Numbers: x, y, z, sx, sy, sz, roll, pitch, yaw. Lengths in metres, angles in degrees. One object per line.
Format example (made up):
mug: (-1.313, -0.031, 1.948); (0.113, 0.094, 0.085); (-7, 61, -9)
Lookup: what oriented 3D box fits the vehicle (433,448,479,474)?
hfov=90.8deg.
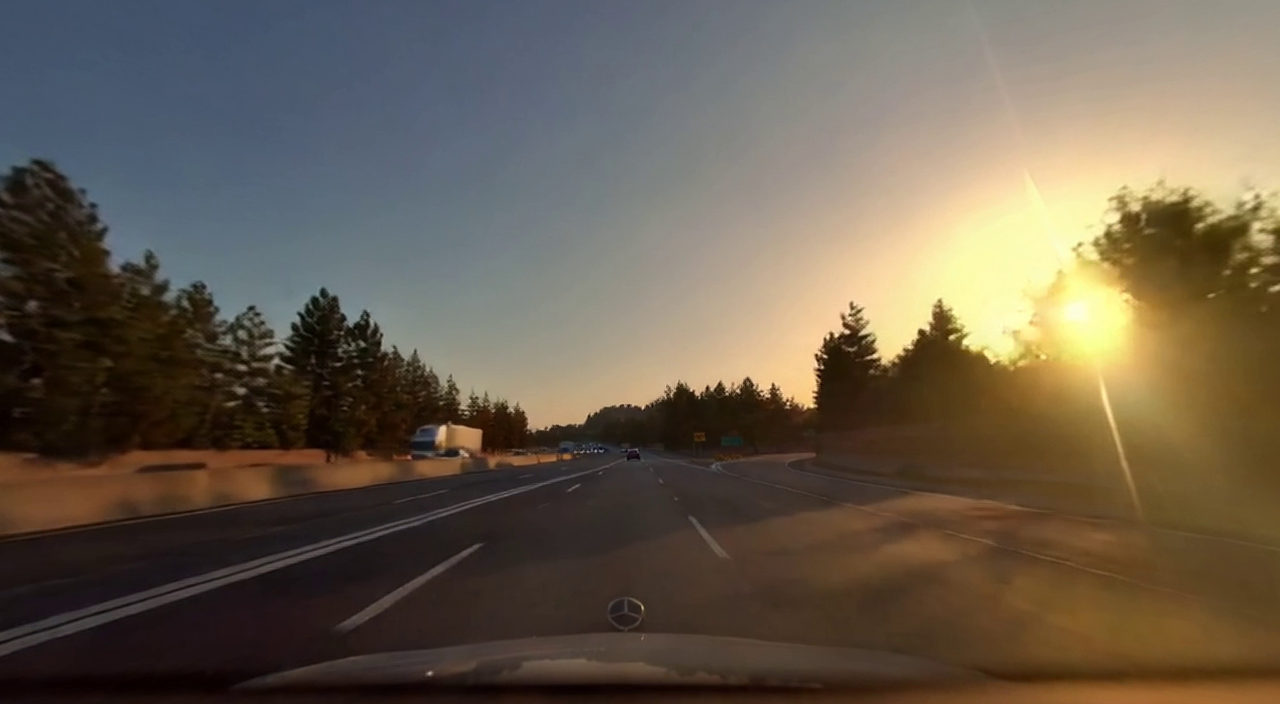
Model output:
vehicle: (-11.961, 7.061, 41.224); (1.862, 1.580, 3.706); (0, -9, 1)
